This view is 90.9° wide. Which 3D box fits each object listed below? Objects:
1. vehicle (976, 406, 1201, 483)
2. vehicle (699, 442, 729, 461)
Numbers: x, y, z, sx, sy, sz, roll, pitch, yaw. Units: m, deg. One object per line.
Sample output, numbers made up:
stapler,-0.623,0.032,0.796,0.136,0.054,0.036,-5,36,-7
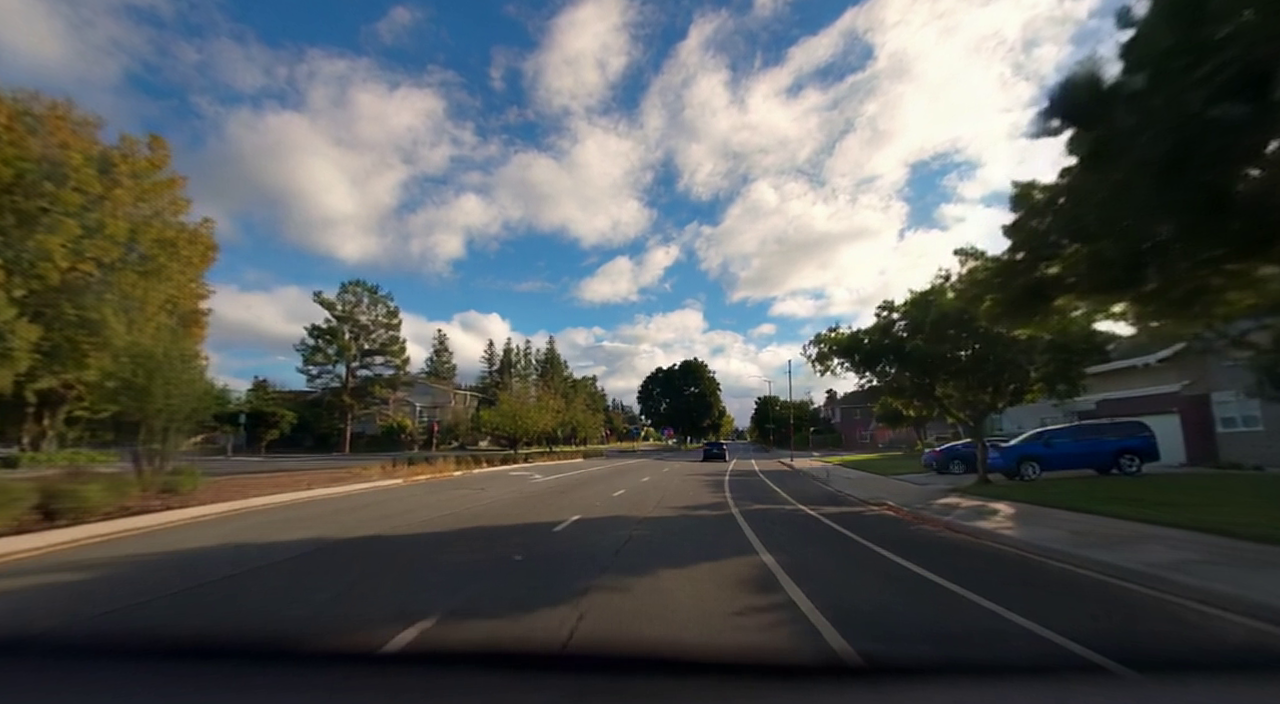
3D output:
vehicle,12.792,2.677,18.332,4.672,2.044,2.248,-1,-8,7
vehicle,5.820,7.721,49.065,2.050,1.456,4.003,-1,-9,10
